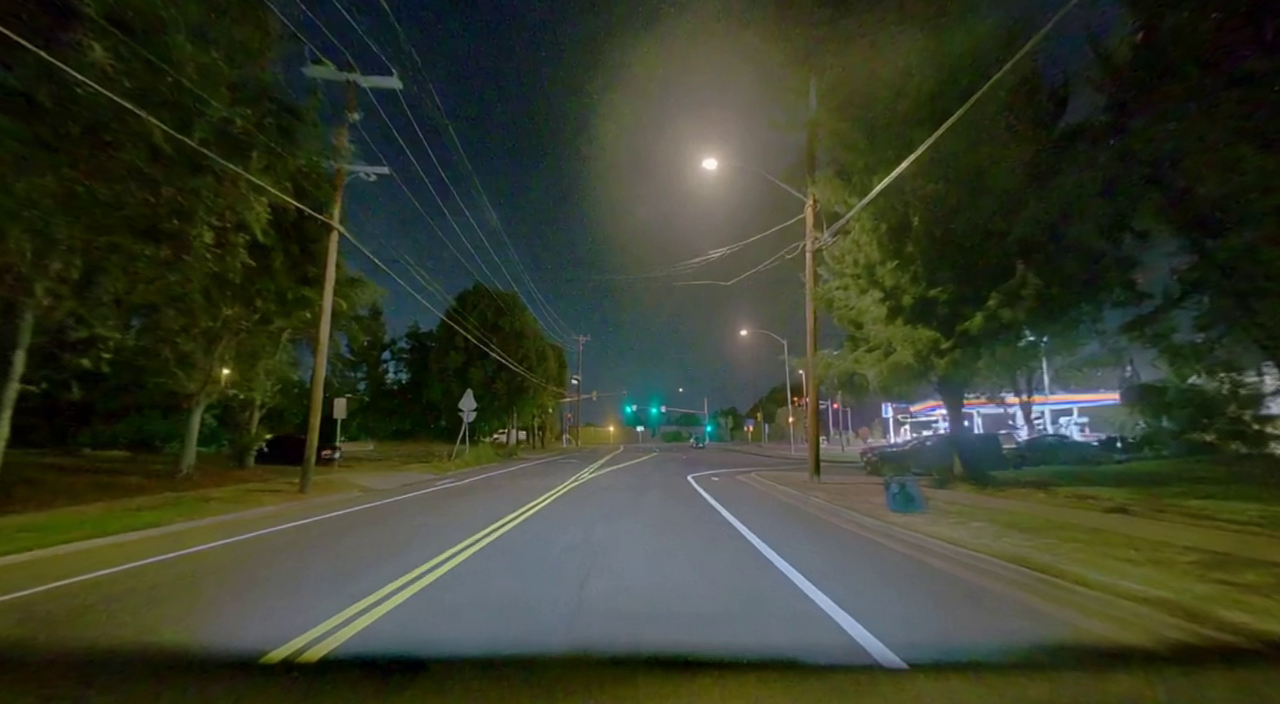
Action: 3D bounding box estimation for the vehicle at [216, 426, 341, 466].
[{"bbox_3d":[-14.894,3.924,26.260,2.009,1.526,4.730,-1,-8,6],"label":"vehicle"}]

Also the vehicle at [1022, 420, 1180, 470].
[{"bbox_3d":[16.551,3.374,22.740,4.102,1.683,1.879,-1,-10,5],"label":"vehicle"}]

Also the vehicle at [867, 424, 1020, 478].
[{"bbox_3d":[10.908,3.614,23.012,4.736,1.816,1.999,-3,-9,17],"label":"vehicle"}]
